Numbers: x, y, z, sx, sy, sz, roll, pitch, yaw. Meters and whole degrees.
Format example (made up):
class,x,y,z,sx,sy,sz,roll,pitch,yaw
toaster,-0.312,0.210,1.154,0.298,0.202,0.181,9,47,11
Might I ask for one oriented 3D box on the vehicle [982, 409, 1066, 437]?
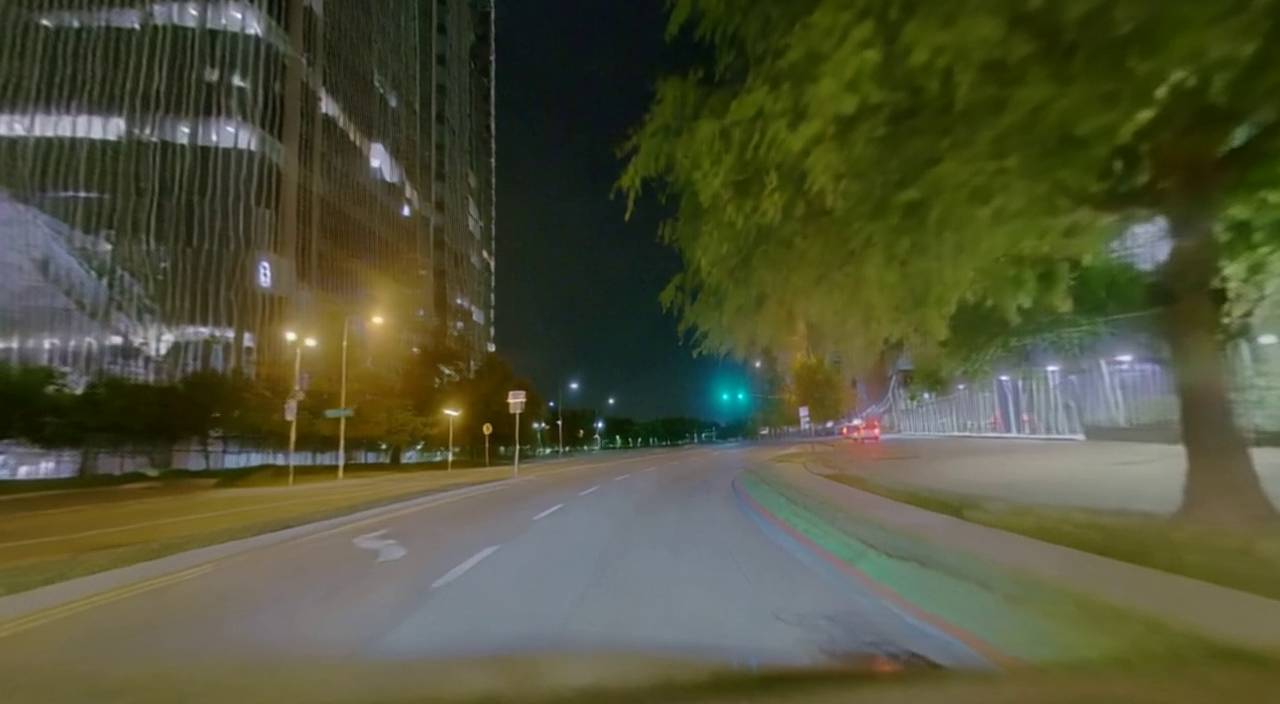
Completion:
class,x,y,z,sx,sy,sz,roll,pitch,yaw
vehicle,28.780,5.385,47.430,2.014,1.757,4.871,8,-13,-41
